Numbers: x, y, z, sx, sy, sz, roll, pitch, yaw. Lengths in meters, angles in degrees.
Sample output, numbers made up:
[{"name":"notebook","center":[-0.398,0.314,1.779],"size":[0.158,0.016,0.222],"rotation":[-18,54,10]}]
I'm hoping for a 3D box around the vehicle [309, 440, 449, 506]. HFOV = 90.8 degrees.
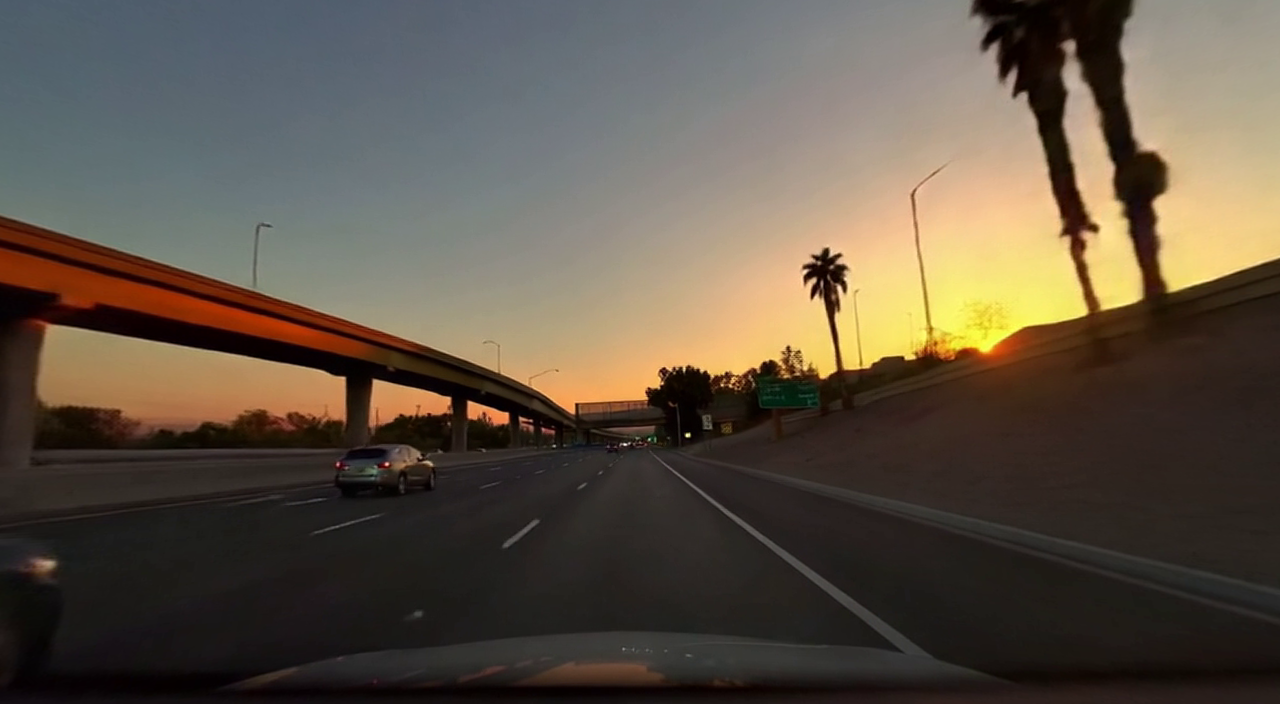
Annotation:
[{"name":"vehicle","center":[-6.781,3.160,16.996],"size":[1.914,1.503,4.268],"rotation":[0,-8,0]}]
